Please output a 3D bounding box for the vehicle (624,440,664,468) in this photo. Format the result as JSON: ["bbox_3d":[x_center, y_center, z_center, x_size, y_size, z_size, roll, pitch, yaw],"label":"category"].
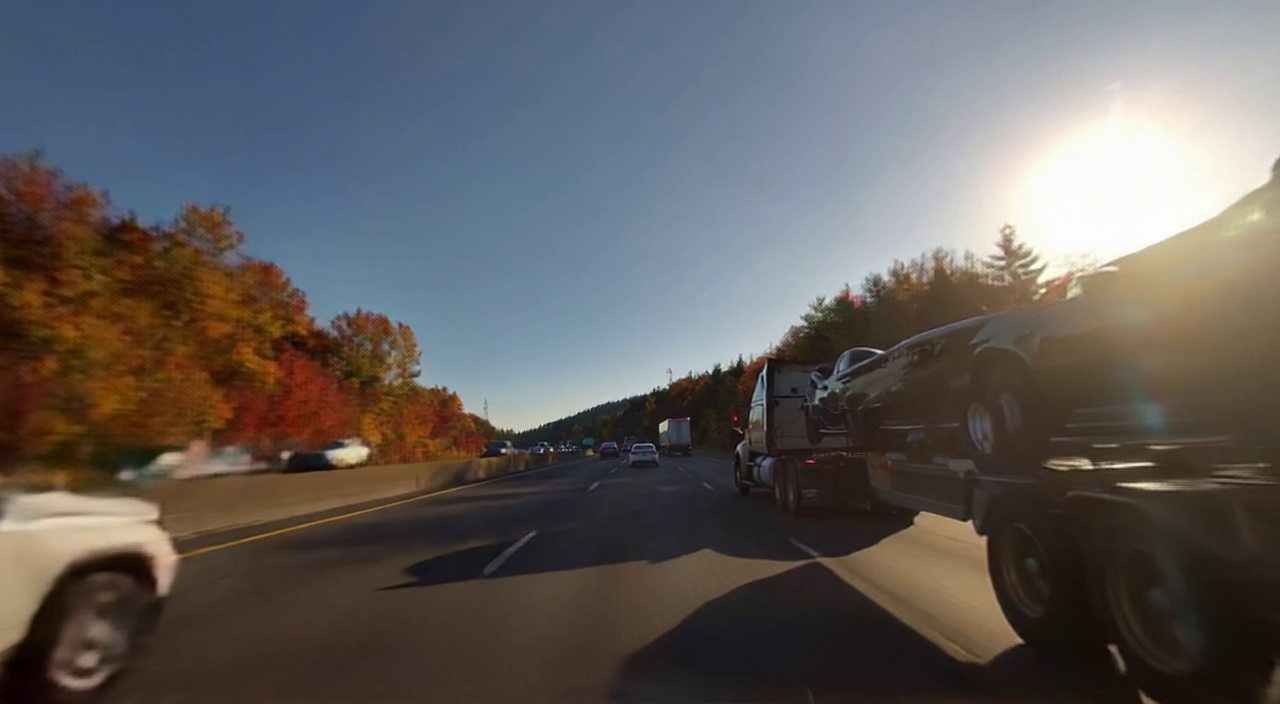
[{"bbox_3d":[0.222,5.846,36.188,2.152,1.484,4.211,0,-8,0],"label":"vehicle"}]

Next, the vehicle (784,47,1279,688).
[{"bbox_3d":[4.846,0.693,7.488,3.150,3.257,13.098,0,-8,0],"label":"vehicle"}]

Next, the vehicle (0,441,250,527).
[{"bbox_3d":[-10.659,2.650,13.302,1.934,1.497,4.356,0,-8,1],"label":"vehicle"}]

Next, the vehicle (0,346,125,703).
[{"bbox_3d":[-3.677,0.556,0.729,2.077,1.669,4.739,0,-8,1],"label":"vehicle"}]

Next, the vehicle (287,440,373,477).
[{"bbox_3d":[-14.226,4.877,29.135,1.835,1.568,4.023,0,-8,1],"label":"vehicle"}]

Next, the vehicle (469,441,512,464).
[{"bbox_3d":[-10.641,7.153,45.032,1.988,1.555,4.227,0,-8,1],"label":"vehicle"}]
